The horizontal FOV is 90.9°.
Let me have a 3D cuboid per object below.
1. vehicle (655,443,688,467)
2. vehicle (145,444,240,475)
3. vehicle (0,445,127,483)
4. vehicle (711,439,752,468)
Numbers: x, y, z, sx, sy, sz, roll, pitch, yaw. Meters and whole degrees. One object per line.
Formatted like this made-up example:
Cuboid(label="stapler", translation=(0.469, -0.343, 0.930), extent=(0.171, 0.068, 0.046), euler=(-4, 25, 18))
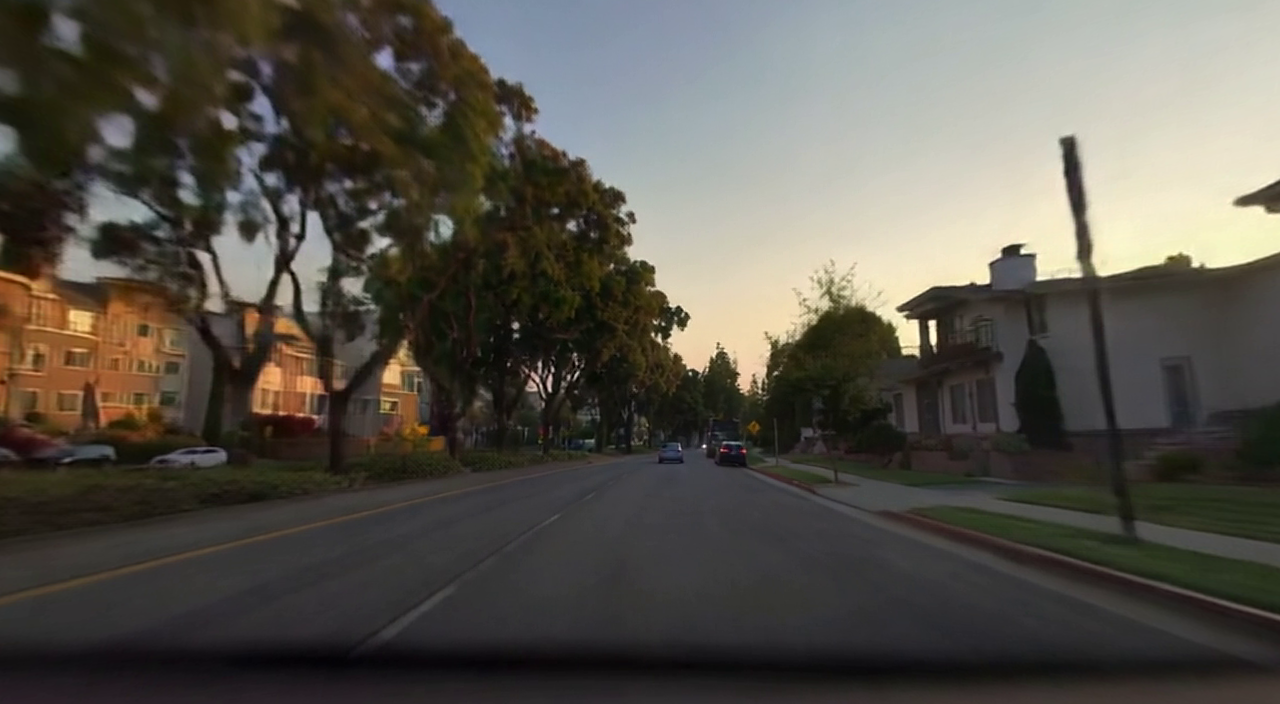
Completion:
Cuboid(label="vehicle", translation=(1.917, 6.193, 38.088), extent=(1.871, 1.370, 4.206), euler=(-1, -8, 3))
Cuboid(label="vehicle", translation=(-24.200, 5.823, 34.303), extent=(1.841, 1.493, 4.335), euler=(-2, -9, 3))
Cuboid(label="vehicle", translation=(-24.834, 4.720, 26.887), extent=(1.814, 1.484, 4.474), euler=(-1, -9, 6))
Cuboid(label="vehicle", translation=(5.642, 6.320, 39.493), extent=(2.121, 1.659, 4.675), euler=(-1, -9, 3))
